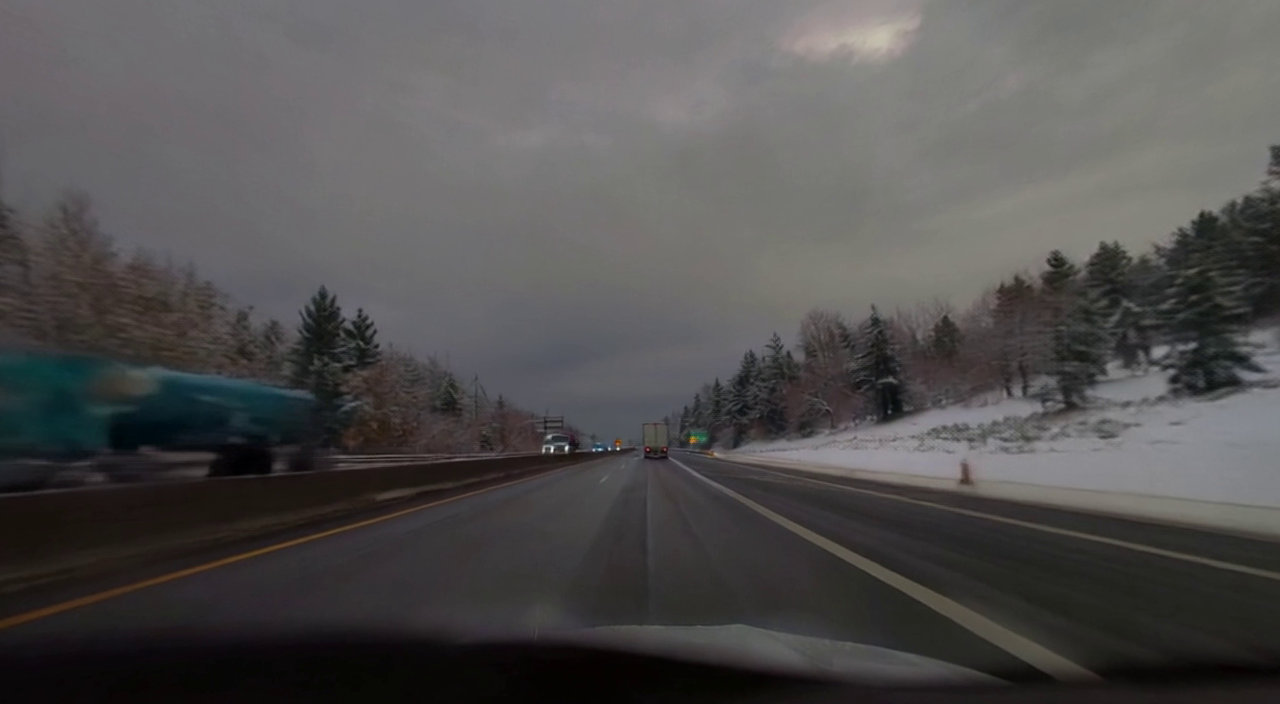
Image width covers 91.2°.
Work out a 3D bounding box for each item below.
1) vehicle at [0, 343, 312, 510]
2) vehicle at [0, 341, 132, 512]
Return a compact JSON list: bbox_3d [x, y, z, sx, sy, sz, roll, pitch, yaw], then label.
[{"bbox_3d":[-15.977,2.704,21.095,2.835,3.923,12.584,-1,-9,1],"label":"vehicle"},{"bbox_3d":[-16.014,1.772,14.655,2.997,3.843,5.945,-1,-9,0],"label":"vehicle"}]
